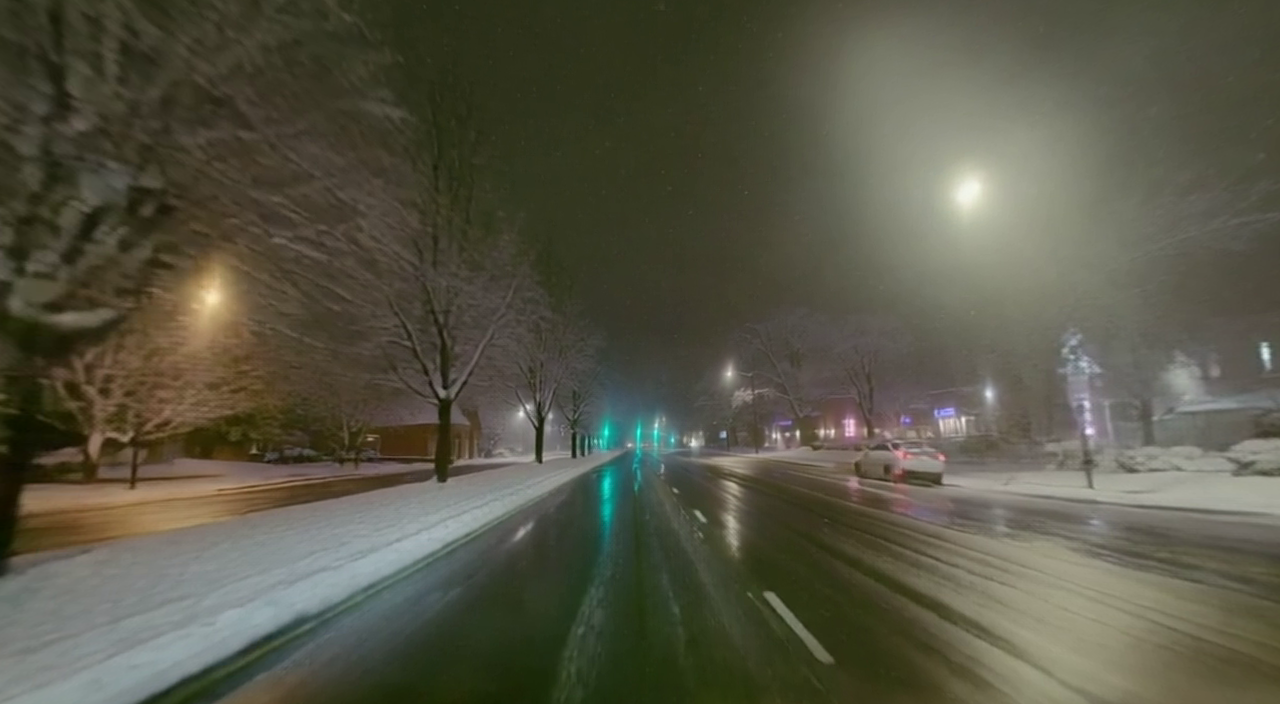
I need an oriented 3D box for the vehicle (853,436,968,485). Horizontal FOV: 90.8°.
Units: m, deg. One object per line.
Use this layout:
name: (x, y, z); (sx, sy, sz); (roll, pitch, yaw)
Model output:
vehicle: (9.576, 3.864, 22.842); (1.981, 1.557, 4.456); (0, -9, -3)
